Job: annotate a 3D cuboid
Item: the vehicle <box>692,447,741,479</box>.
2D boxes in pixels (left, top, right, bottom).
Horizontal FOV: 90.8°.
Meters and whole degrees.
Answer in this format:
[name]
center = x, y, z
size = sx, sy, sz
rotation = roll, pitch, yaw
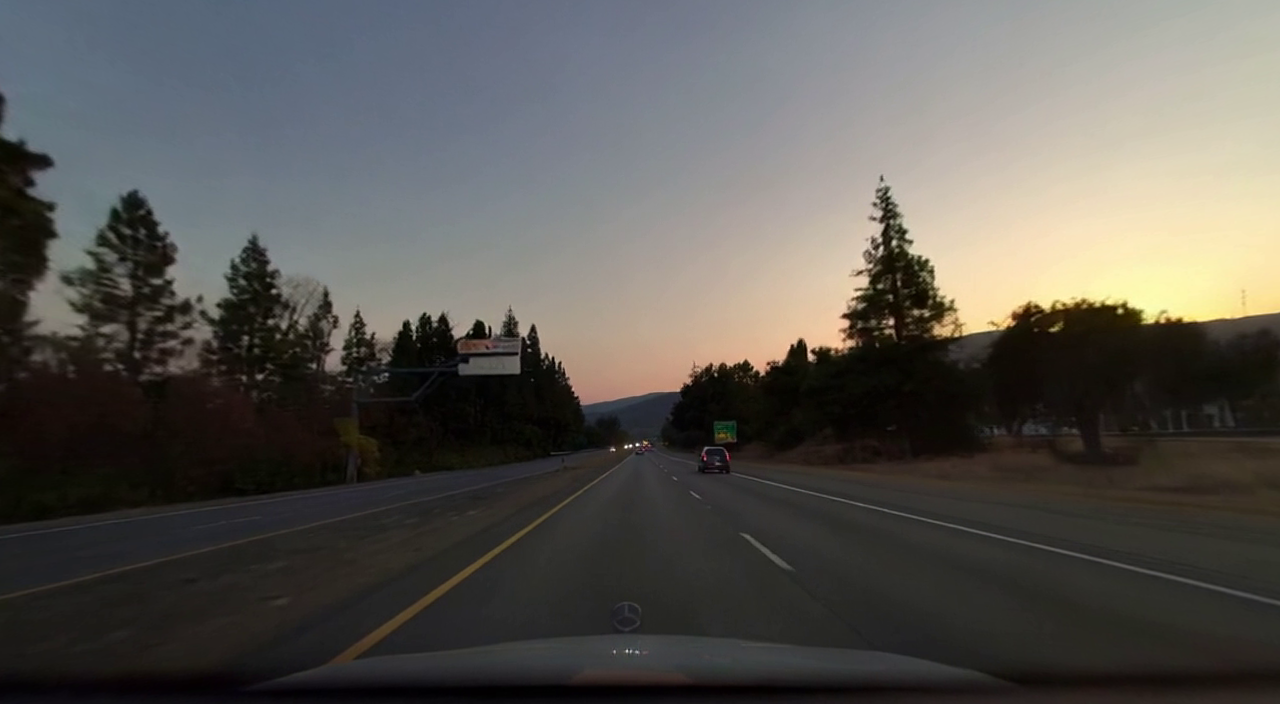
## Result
[vehicle]
center = 4.028, 5.906, 33.866
size = 2.013, 1.584, 3.995
rotation = 0, -9, -1
